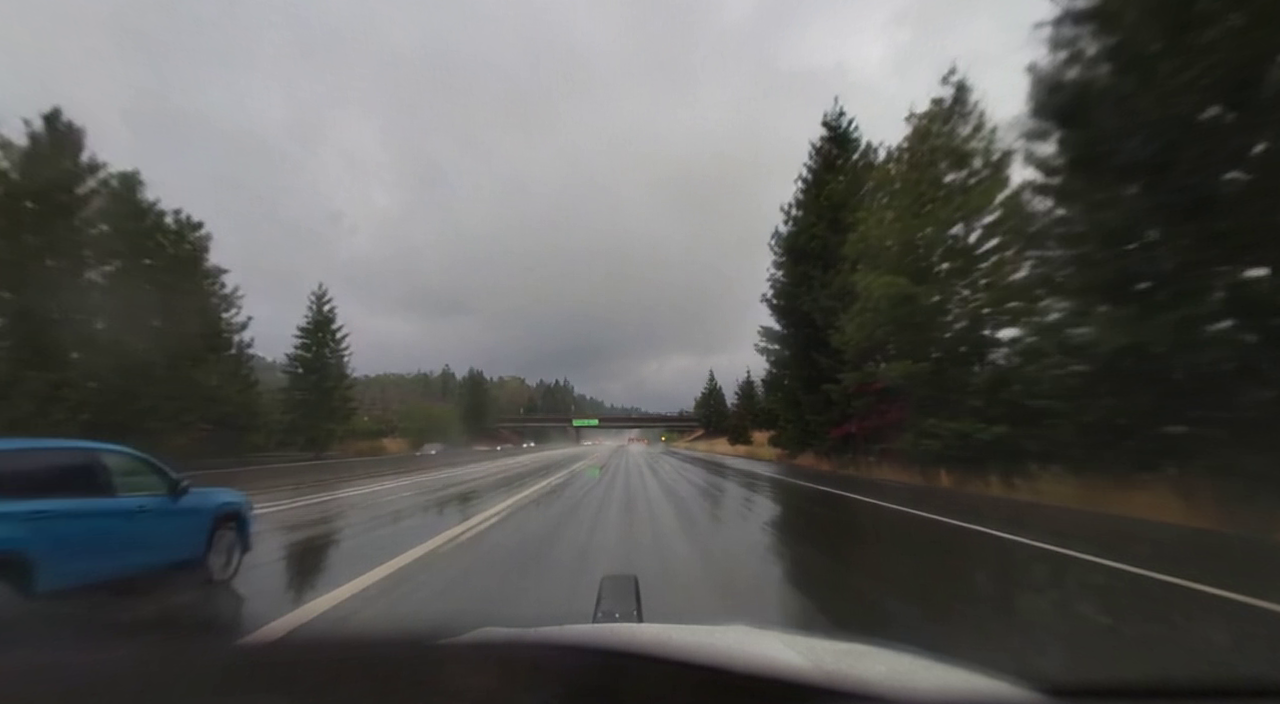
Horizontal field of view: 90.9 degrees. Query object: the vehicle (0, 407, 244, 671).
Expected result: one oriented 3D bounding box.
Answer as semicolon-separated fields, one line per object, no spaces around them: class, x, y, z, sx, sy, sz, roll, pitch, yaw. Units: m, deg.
vehicle;-4.691;1.124;3.955;1.965;1.513;3.774;0;-8;-1
